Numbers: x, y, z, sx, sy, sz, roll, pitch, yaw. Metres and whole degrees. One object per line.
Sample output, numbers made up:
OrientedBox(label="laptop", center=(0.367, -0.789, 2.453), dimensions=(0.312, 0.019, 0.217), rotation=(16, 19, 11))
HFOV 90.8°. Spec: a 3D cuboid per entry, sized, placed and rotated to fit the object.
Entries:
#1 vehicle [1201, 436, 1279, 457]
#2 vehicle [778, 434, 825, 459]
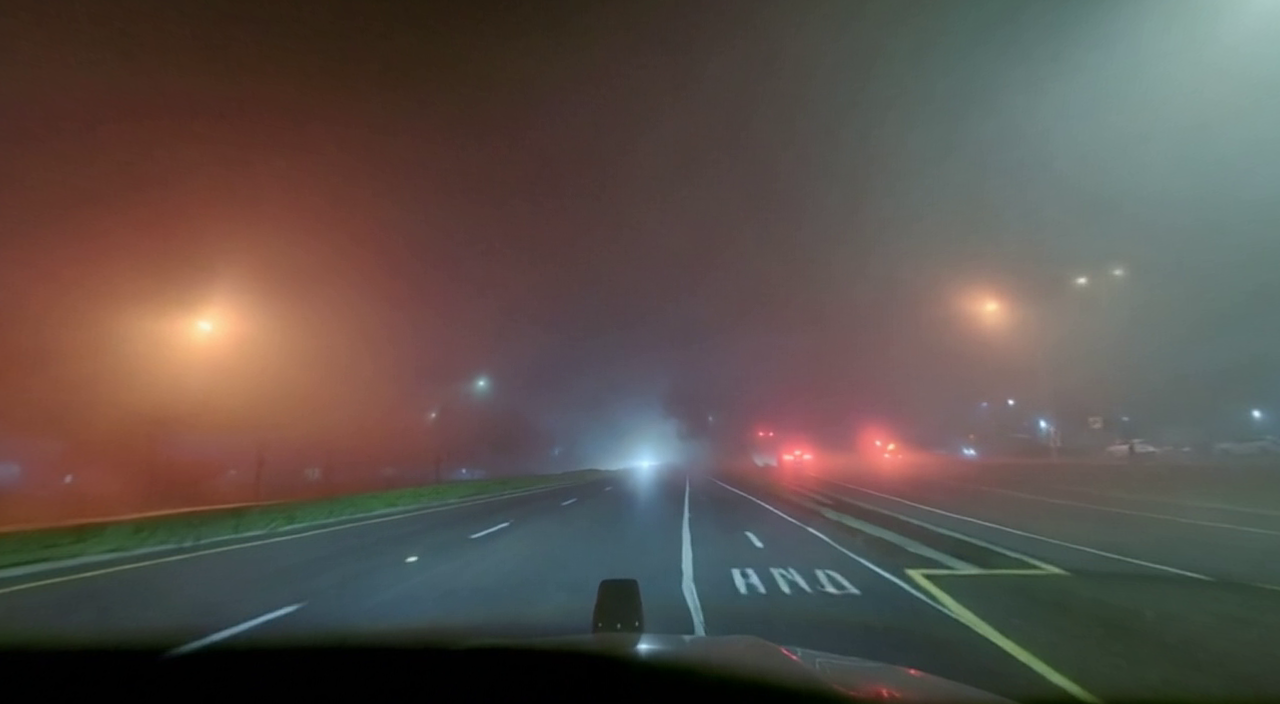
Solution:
OrientedBox(label="vehicle", center=(43.319, 6.760, 45.004), dimensions=(1.776, 1.432, 4.541), rotation=(4, -9, -22))
OrientedBox(label="vehicle", center=(10.356, 6.091, 40.833), dimensions=(2.048, 1.516, 3.874), rotation=(0, -9, 1))
